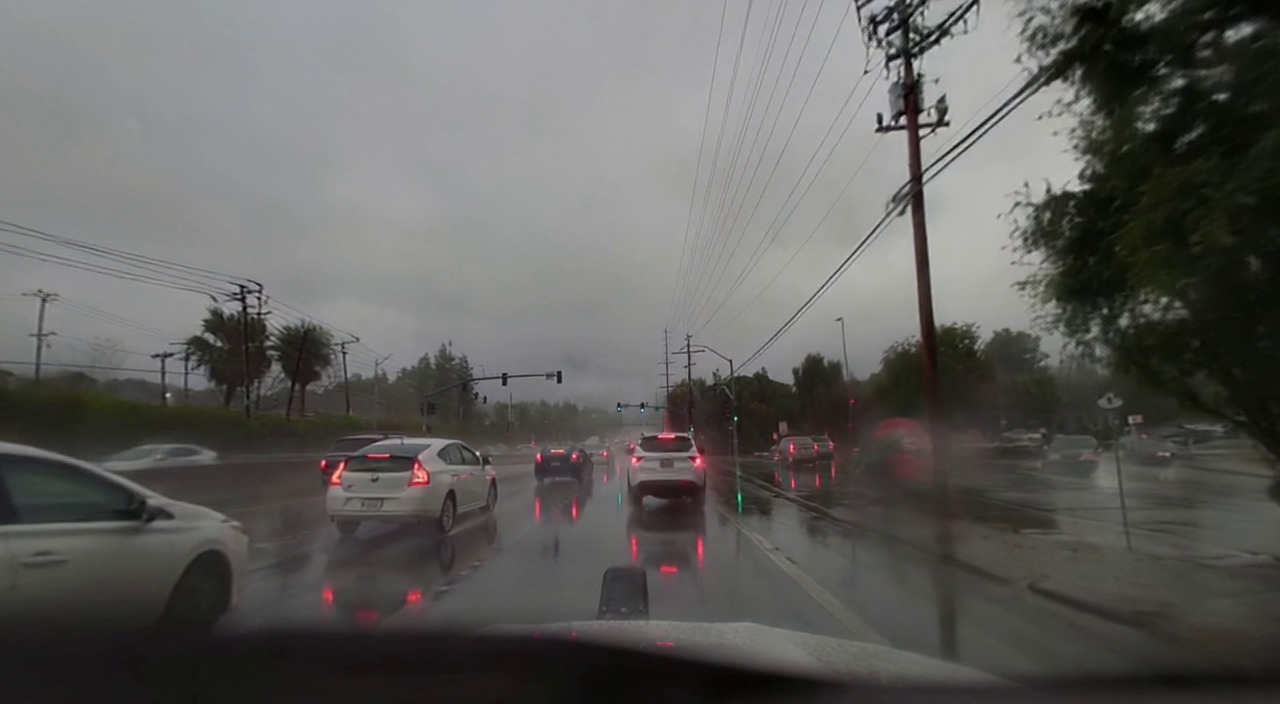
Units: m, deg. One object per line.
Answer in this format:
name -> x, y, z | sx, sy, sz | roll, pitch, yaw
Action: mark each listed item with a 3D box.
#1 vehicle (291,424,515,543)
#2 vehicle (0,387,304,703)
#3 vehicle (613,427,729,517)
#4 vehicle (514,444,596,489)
vehicle -> -3.744, 2.162, 11.011 | 2.018, 1.621, 4.441 | 0, -9, 2
vehicle -> -3.808, 0.998, 3.108 | 1.999, 1.563, 4.007 | 0, -9, 1
vehicle -> 0.649, 2.589, 14.026 | 2.205, 1.691, 3.937 | 0, -9, 2
vehicle -> -2.918, 4.051, 22.644 | 2.105, 1.436, 4.311 | -1, -9, 4
